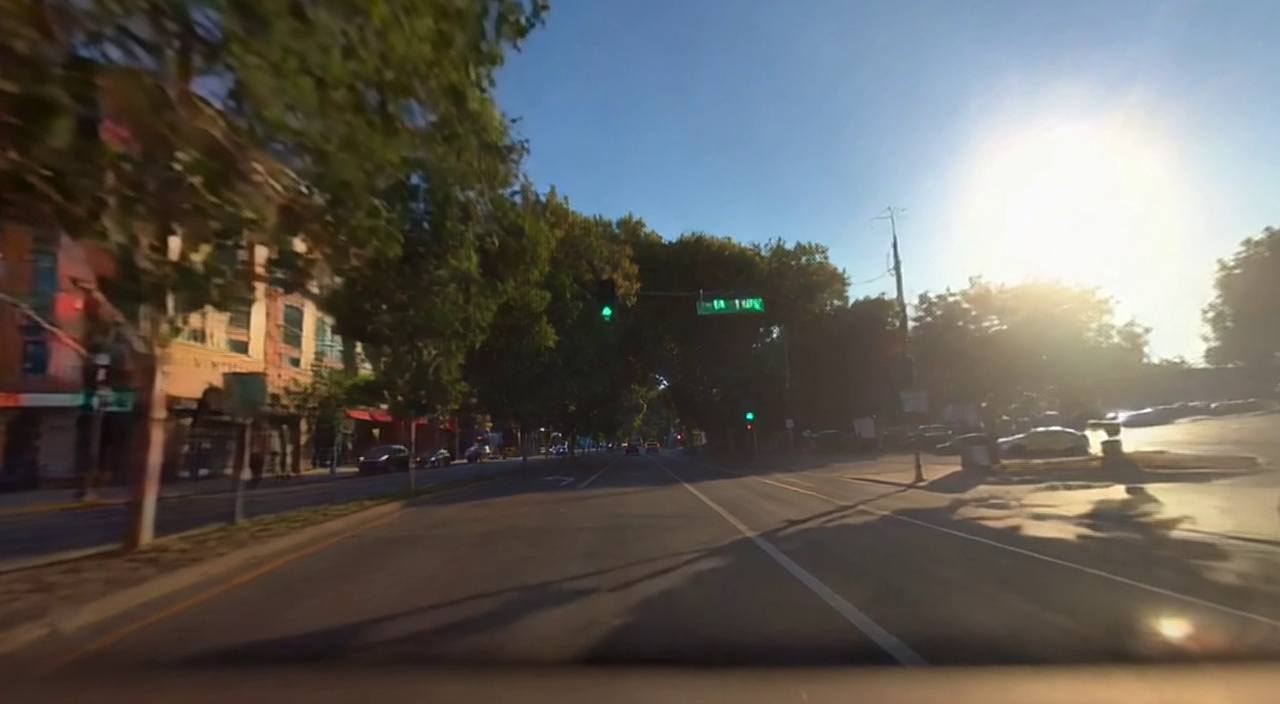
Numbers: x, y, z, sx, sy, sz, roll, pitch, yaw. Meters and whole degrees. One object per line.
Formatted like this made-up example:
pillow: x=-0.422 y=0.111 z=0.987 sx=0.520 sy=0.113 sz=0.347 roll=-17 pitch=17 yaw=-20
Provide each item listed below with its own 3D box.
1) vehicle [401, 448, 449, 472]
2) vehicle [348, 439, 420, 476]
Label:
vehicle: x=-15.681 y=7.847 z=46.288 sx=1.892 sy=1.624 sz=4.645 roll=0 pitch=-8 yaw=0
vehicle: x=-15.736 y=6.533 z=39.218 sx=2.246 sy=2.081 sz=5.416 roll=-1 pitch=-9 yaw=-1
